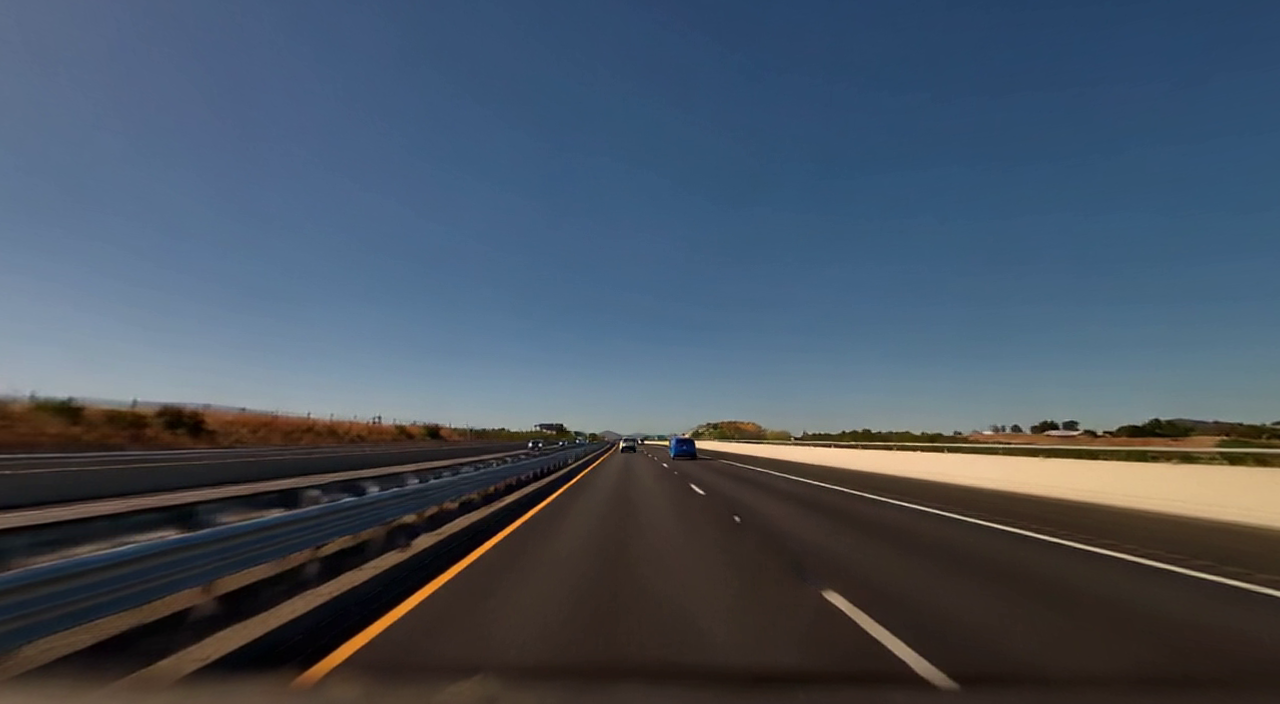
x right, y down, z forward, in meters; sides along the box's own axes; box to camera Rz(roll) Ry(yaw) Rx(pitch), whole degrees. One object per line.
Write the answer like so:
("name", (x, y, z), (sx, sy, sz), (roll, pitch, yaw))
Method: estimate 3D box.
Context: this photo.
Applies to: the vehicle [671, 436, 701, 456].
("vehicle", (3.594, 7.421, 49.878), (1.995, 1.490, 3.857), (0, -8, -1))
